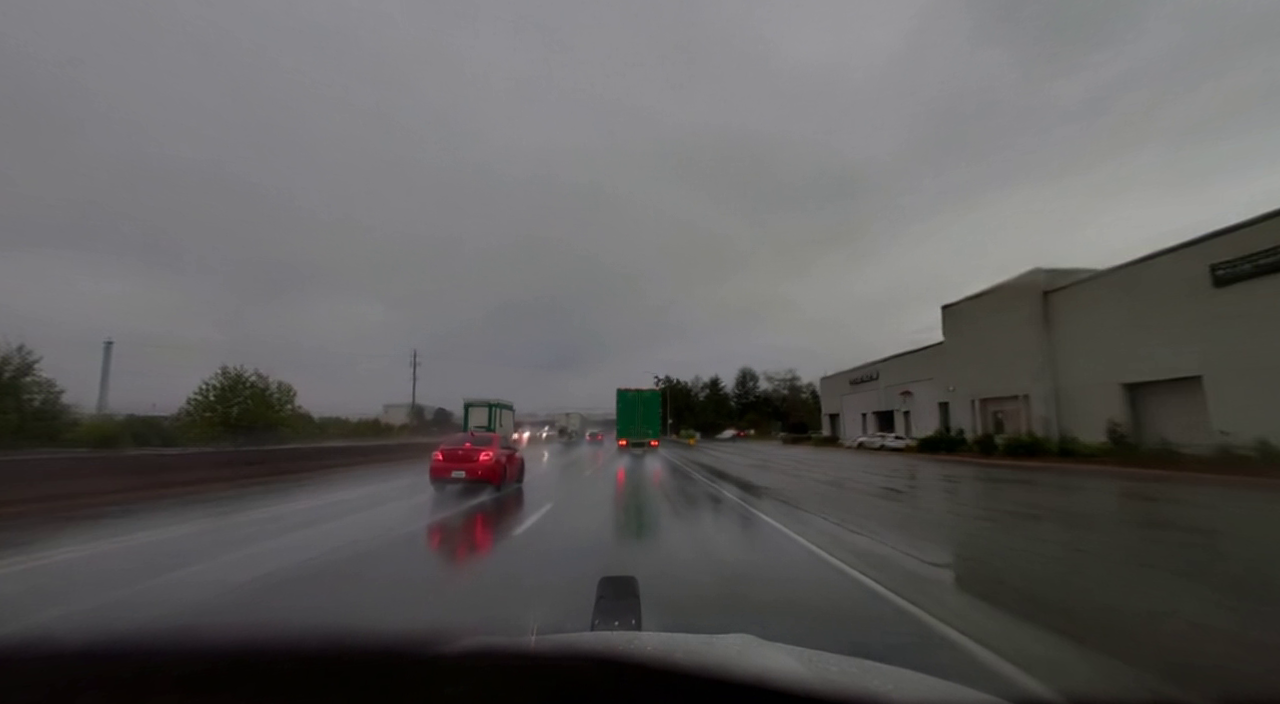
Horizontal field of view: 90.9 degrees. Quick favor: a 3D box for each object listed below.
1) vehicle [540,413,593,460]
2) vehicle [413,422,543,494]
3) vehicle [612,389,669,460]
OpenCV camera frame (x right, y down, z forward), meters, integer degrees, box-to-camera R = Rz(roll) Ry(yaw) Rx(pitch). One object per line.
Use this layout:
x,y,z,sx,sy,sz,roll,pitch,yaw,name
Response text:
-4.507,5.356,39.942,2.717,2.714,6.997,0,-8,-1,vehicle
-4.048,2.734,16.757,2.005,1.602,5.131,0,-8,1,vehicle
-0.063,4.810,41.103,3.259,4.066,9.891,0,-8,-1,vehicle
